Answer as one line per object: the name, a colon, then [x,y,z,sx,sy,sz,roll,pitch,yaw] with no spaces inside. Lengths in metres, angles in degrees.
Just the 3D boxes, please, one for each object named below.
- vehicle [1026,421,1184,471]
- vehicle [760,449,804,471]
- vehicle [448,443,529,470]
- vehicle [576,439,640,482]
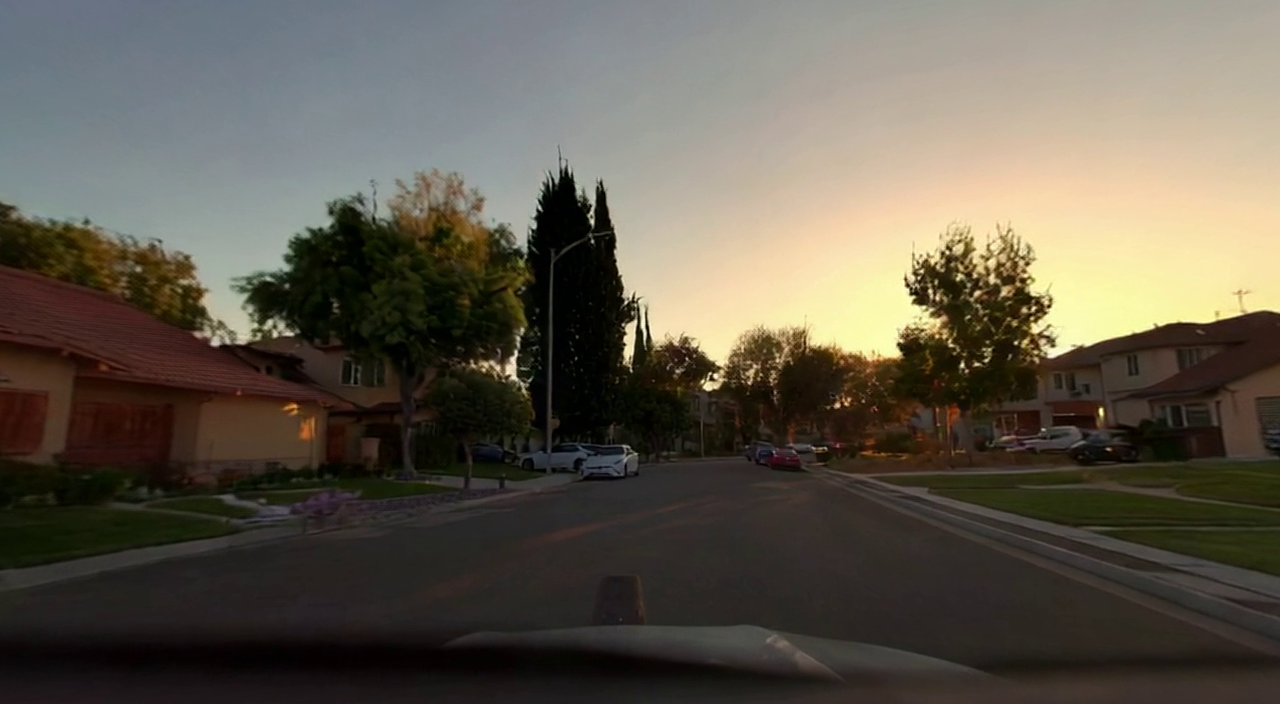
vehicle: [16.802,3.406,22.955,4.384,1.688,1.956,1,-8,-8]
vehicle: [9.837,7.482,44.121,1.984,1.437,4.726,0,-9,0]
vehicle: [-8.795,6.050,36.755,4.376,1.458,2.046,2,-8,-14]
vehicle: [-1.396,5.027,29.781,2.215,1.859,4.765,-1,-8,7]
